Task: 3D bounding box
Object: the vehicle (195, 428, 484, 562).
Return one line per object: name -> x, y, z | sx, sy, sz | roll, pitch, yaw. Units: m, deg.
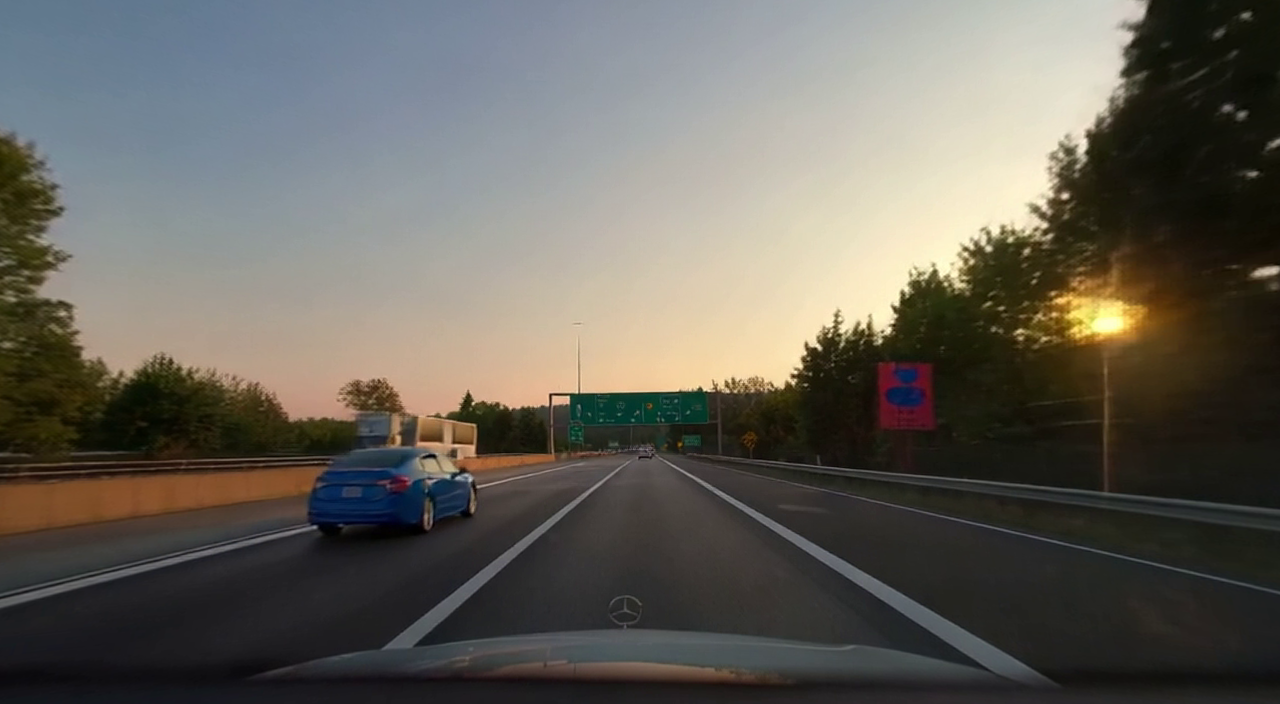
vehicle -> -4.117, 2.043, 9.771 | 2.160, 1.552, 4.592 | 0, -9, 1
